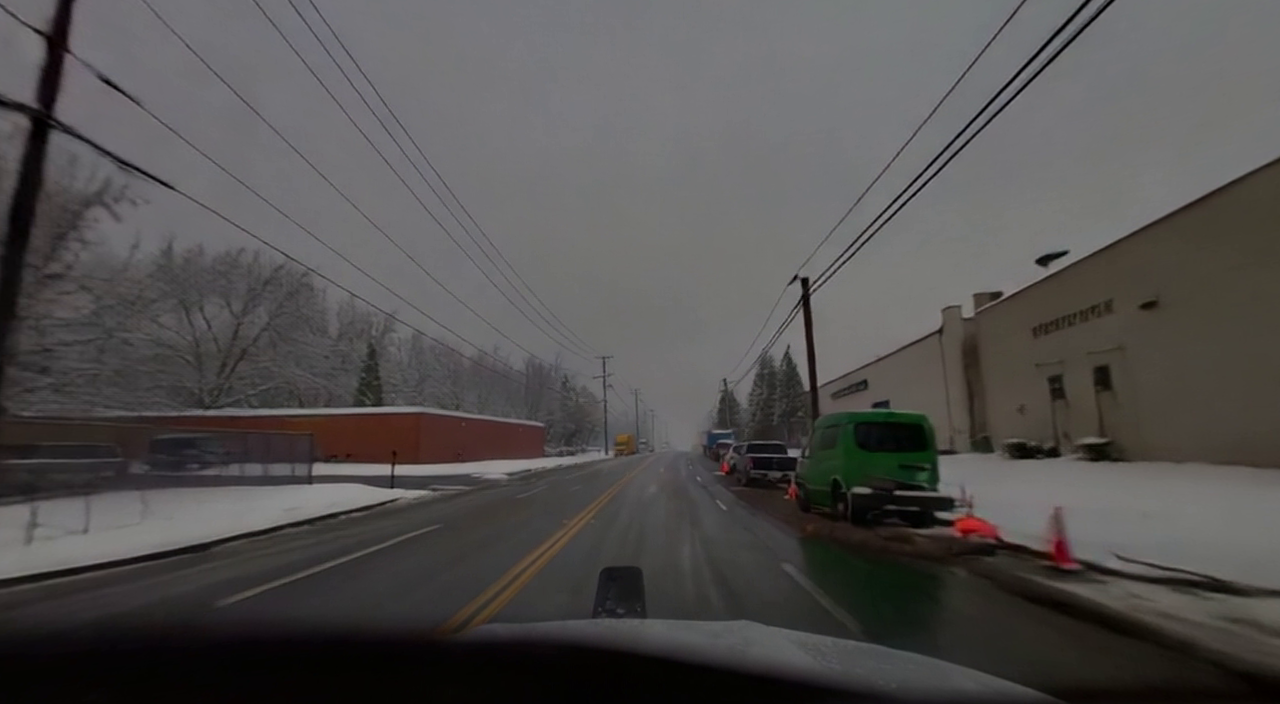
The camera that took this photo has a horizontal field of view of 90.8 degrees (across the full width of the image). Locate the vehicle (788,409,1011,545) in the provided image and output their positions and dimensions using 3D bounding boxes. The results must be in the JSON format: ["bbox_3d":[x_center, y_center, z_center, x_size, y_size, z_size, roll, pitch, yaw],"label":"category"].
[{"bbox_3d":[4.444,2.251,11.965,2.010,1.985,5.124,0,-9,0],"label":"vehicle"}]

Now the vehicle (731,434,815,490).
[{"bbox_3d":[4.664,3.964,23.077,2.009,1.776,5.440,0,-9,1],"label":"vehicle"}]

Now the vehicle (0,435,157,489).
[{"bbox_3d":[-20.167,3.828,22.251,1.917,1.679,4.727,-2,-9,12],"label":"vehicle"}]
